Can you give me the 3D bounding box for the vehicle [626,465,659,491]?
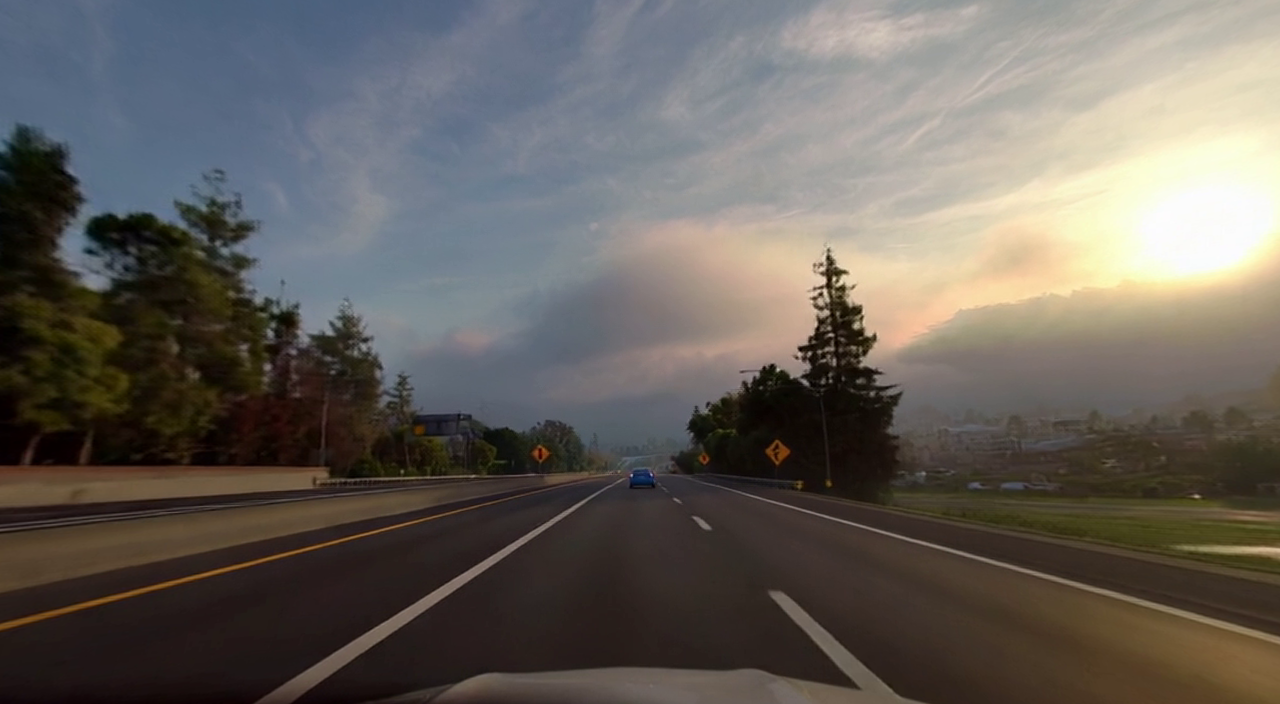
[{"bbox_3d":[0.142,8.013,40.178,2.016,1.530,4.009,1,-10,0],"label":"vehicle"}]
